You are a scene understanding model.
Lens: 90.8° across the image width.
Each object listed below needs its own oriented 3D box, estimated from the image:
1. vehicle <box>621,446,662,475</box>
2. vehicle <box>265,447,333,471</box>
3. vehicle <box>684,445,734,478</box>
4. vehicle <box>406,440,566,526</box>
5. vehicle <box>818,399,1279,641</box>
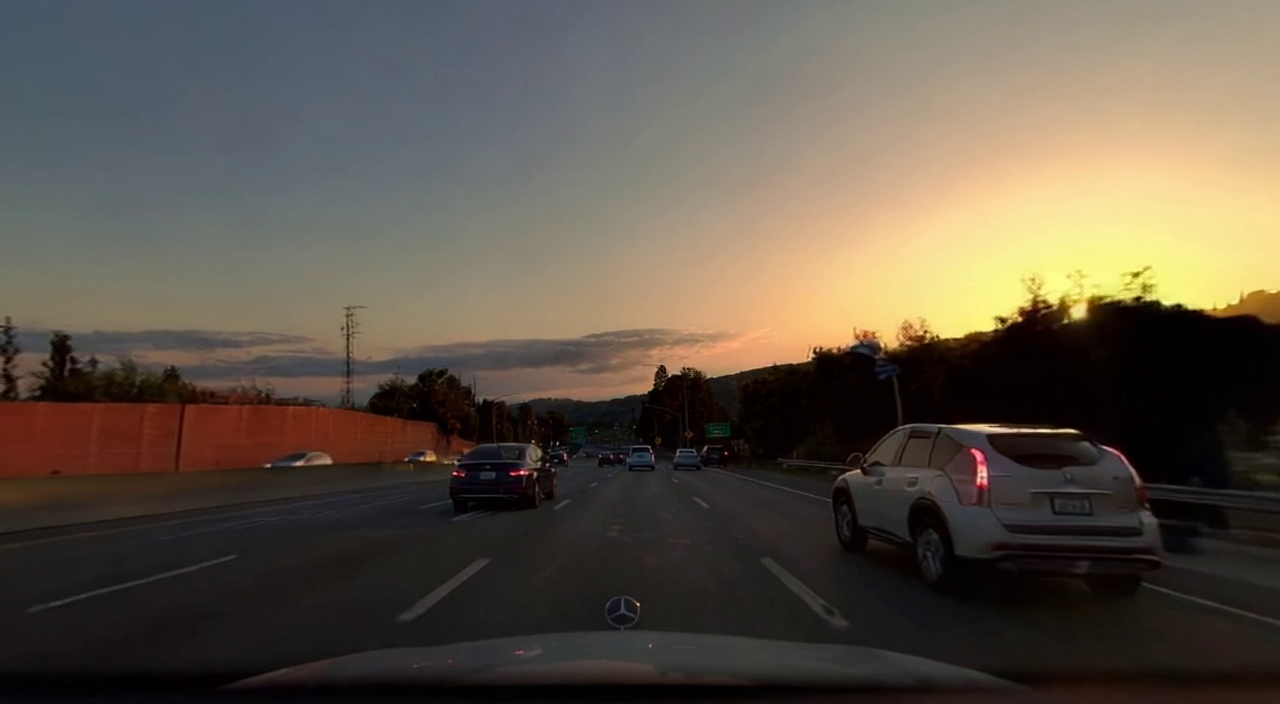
[{"bbox_3d":[0.138,6.780,39.748,2.408,1.748,4.217,0,-8,1],"label":"vehicle"},{"bbox_3d":[-24.580,7.718,45.785,1.828,1.560,4.372,-2,-9,13],"label":"vehicle"},{"bbox_3d":[3.860,6.178,35.988,2.320,1.735,4.408,0,-8,0],"label":"vehicle"},{"bbox_3d":[-3.034,2.695,13.697,2.130,1.514,4.766,0,-8,2],"label":"vehicle"},{"bbox_3d":[3.616,1.535,6.854,2.029,1.716,4.545,0,-8,0],"label":"vehicle"}]
